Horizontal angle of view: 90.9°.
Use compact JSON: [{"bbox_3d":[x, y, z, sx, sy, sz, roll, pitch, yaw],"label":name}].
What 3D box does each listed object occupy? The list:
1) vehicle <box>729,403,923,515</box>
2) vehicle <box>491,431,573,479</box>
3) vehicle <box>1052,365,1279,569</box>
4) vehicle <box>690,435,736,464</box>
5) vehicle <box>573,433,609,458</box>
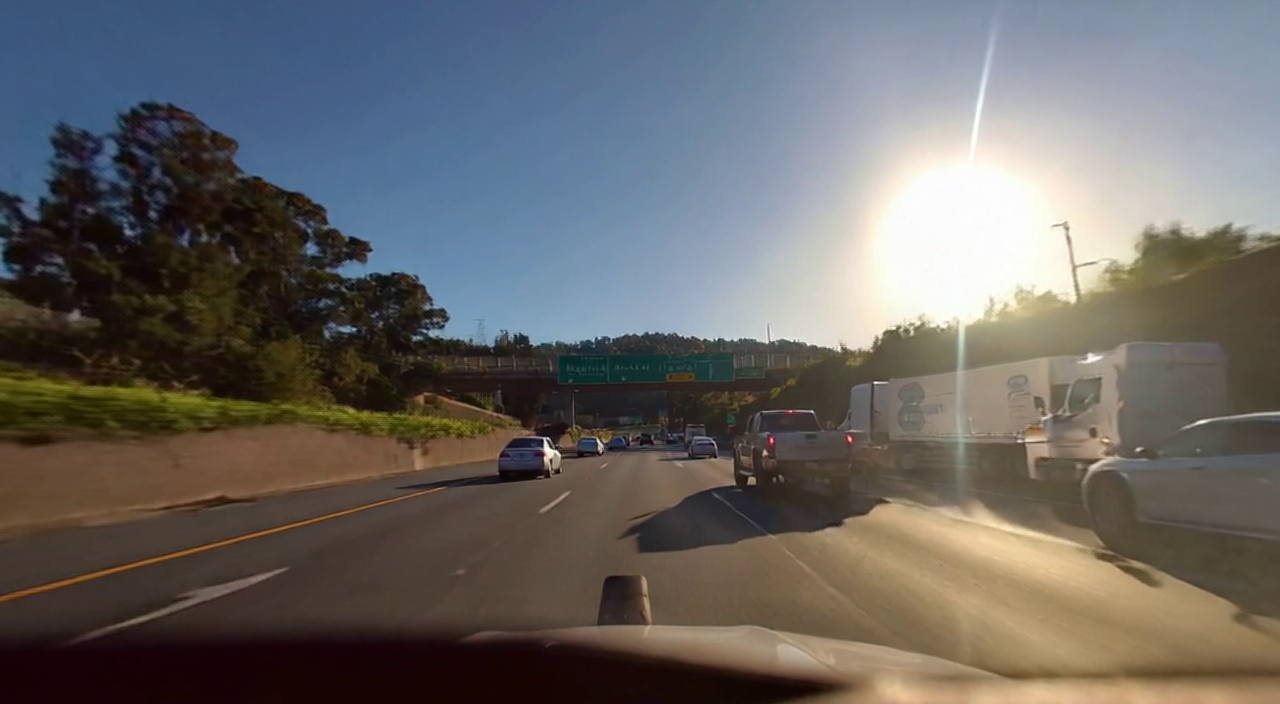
[{"bbox_3d":[3.643,2.265,13.831,2.517,1.935,5.552,0,-8,0],"label":"vehicle"},{"bbox_3d":[-3.594,3.519,21.750,1.978,1.473,4.073,0,-8,2],"label":"vehicle"},{"bbox_3d":[7.407,1.202,6.669,2.291,1.968,5.662,0,-8,0],"label":"vehicle"},{"bbox_3d":[3.892,5.252,34.146,1.953,1.480,4.053,0,-8,-1],"label":"vehicle"},{"bbox_3d":[-3.352,6.475,43.841,2.020,1.628,4.248,0,-8,1],"label":"vehicle"}]
